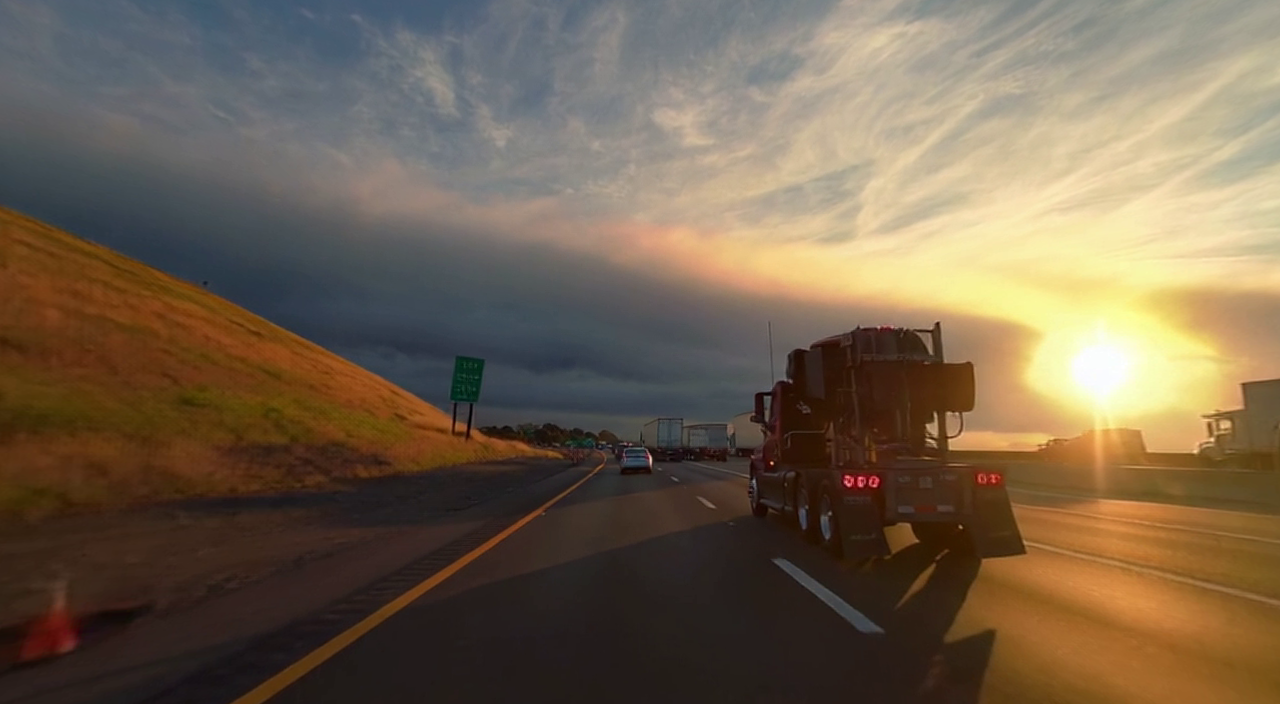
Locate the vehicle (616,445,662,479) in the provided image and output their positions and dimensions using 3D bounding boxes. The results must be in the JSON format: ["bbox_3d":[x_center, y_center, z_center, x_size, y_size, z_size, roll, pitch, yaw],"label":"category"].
[{"bbox_3d":[-0.069,4.888,28.245,1.927,1.437,3.794,0,-9,-1],"label":"vehicle"}]

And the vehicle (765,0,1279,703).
[{"bbox_3d":[3.610,-0.050,3.865,2.874,4.065,14.243,0,-9,0],"label":"vehicle"}]
